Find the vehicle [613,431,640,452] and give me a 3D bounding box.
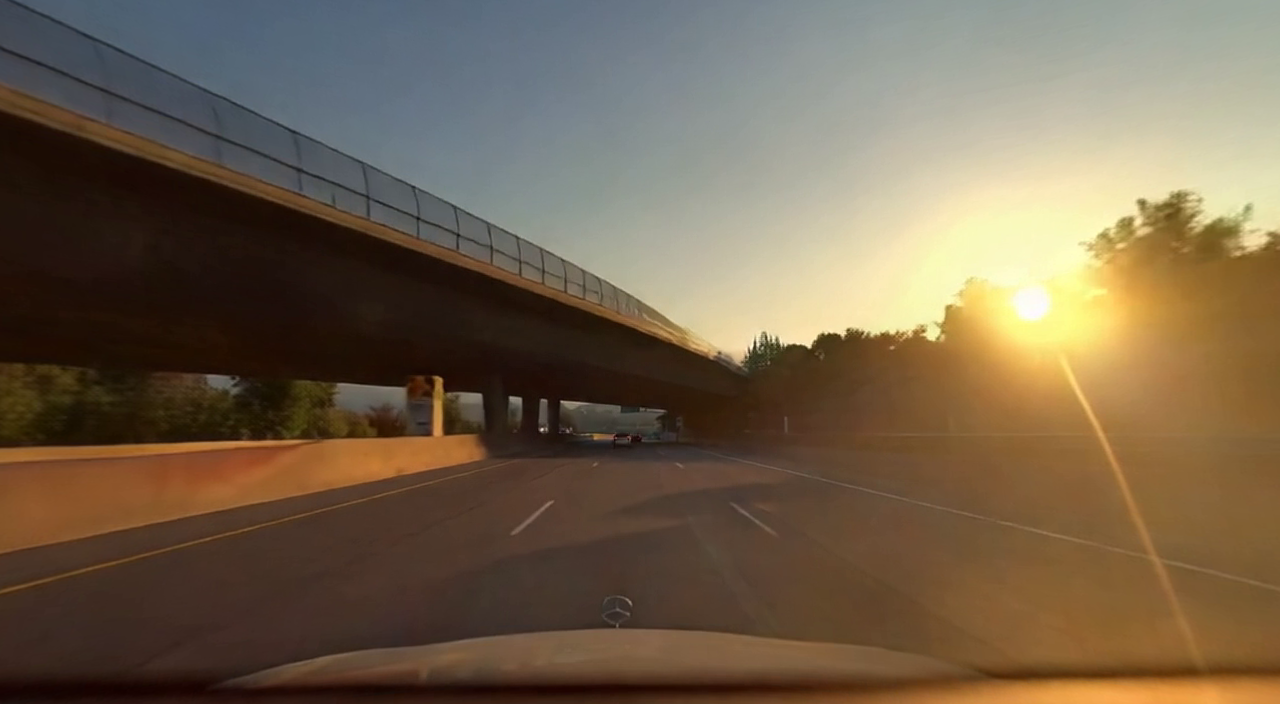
[{"bbox_3d":[-1.061,7.014,49.592,1.993,1.519,4.046,0,-8,-1],"label":"vehicle"}]
